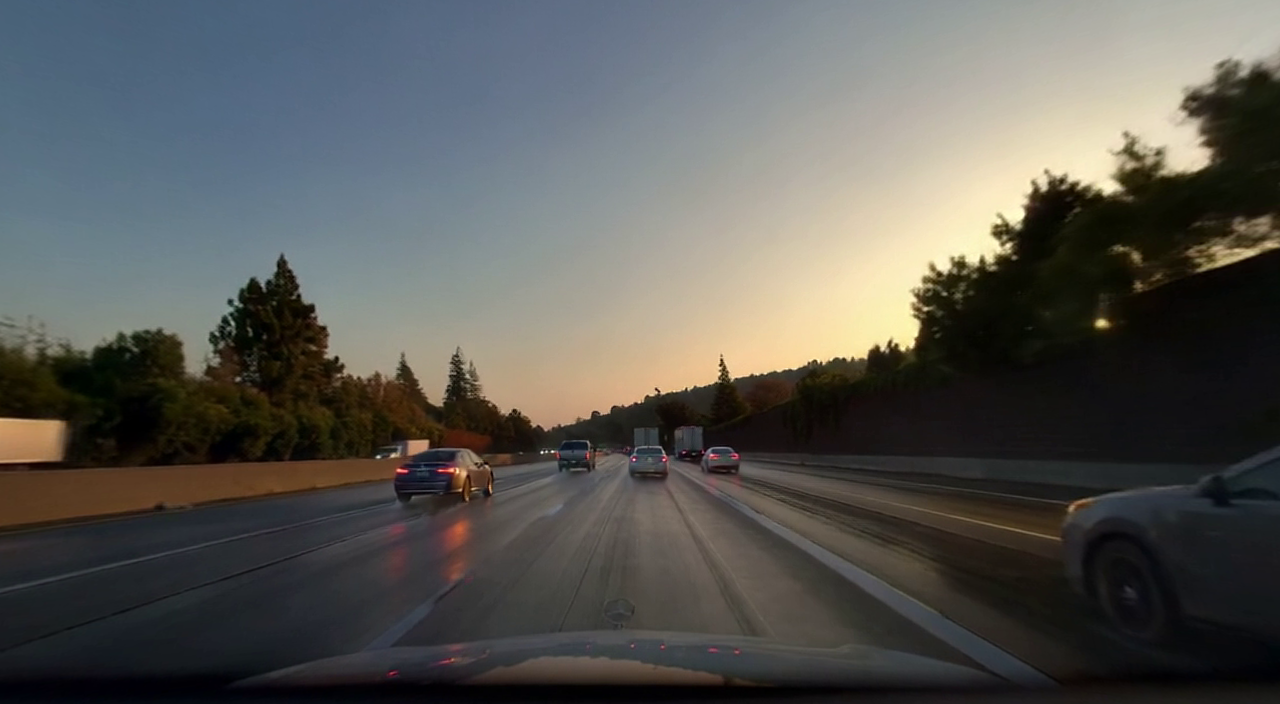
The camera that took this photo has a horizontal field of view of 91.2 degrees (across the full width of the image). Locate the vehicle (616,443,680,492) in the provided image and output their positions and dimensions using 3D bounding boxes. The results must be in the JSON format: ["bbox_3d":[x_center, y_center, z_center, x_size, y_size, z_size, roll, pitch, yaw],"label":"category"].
[{"bbox_3d":[0.253,4.025,22.204,2.015,1.526,4.286,0,-9,0],"label":"vehicle"}]

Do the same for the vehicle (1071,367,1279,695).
[{"bbox_3d":[4.252,0.793,2.490,2.018,1.639,4.149,0,-9,-1],"label":"vehicle"}]

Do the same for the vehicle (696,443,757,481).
[{"bbox_3d":[3.725,4.823,27.676,1.959,1.503,4.064,0,-9,-2],"label":"vehicle"}]

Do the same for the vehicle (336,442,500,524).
[{"bbox_3d":[-4.581,2.766,13.776,1.967,1.473,4.439,0,-9,0],"label":"vehicle"}]

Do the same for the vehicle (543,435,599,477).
[{"bbox_3d":[-3.447,5.339,32.252,2.230,1.973,4.403,-1,-9,2],"label":"vehicle"}]
